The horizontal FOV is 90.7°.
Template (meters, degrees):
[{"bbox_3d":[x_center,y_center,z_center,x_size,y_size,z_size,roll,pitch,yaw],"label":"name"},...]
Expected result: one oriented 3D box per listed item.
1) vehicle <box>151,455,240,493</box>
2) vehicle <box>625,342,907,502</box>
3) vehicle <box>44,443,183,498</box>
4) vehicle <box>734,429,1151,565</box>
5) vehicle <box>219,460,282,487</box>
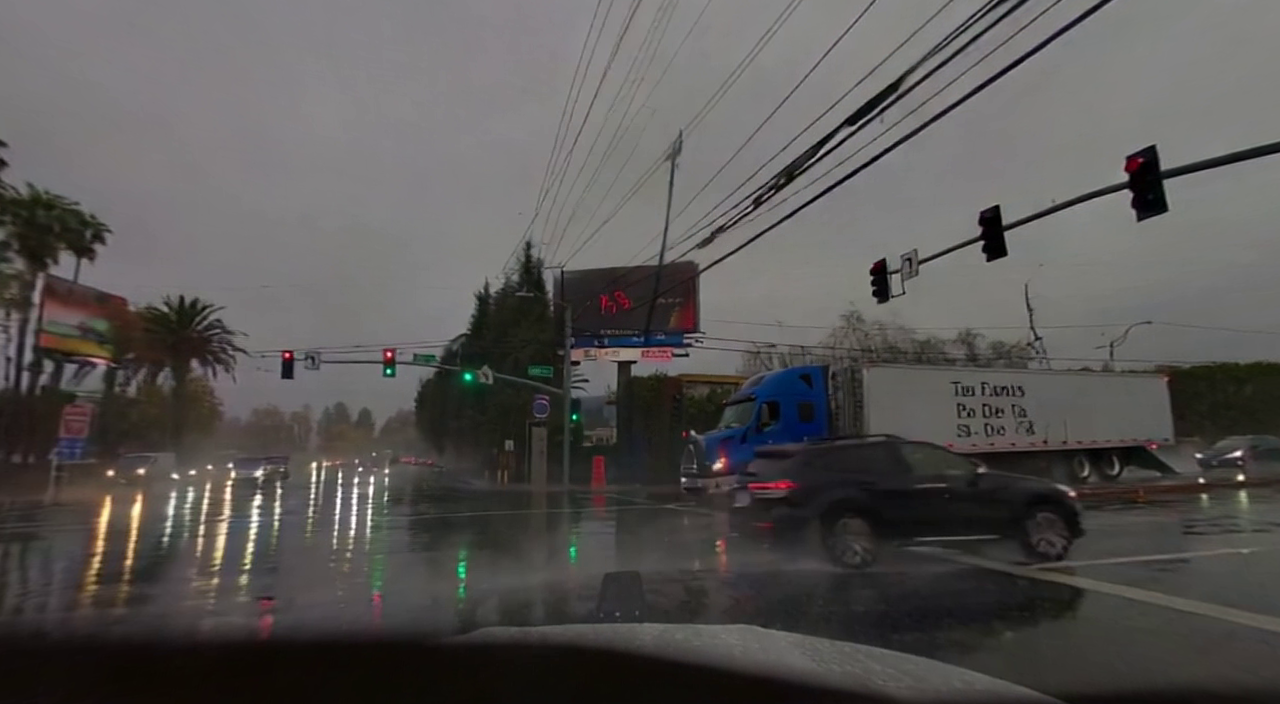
[{"bbox_3d":[-23.239,6.370,33.331,2.028,1.744,4.876,1,-9,-12],"label":"vehicle"},{"bbox_3d":[3.873,2.251,20.008,8.167,4.352,3.029,2,-9,-18],"label":"vehicle"},{"bbox_3d":[-27.747,6.213,33.775,2.989,2.573,6.053,1,-9,-11],"label":"vehicle"},{"bbox_3d":[4.109,1.856,8.811,5.114,1.492,2.040,2,-9,-17],"label":"vehicle"},{"bbox_3d":[-25.310,7.860,41.322,1.834,1.521,4.970,1,-9,-12],"label":"vehicle"}]
